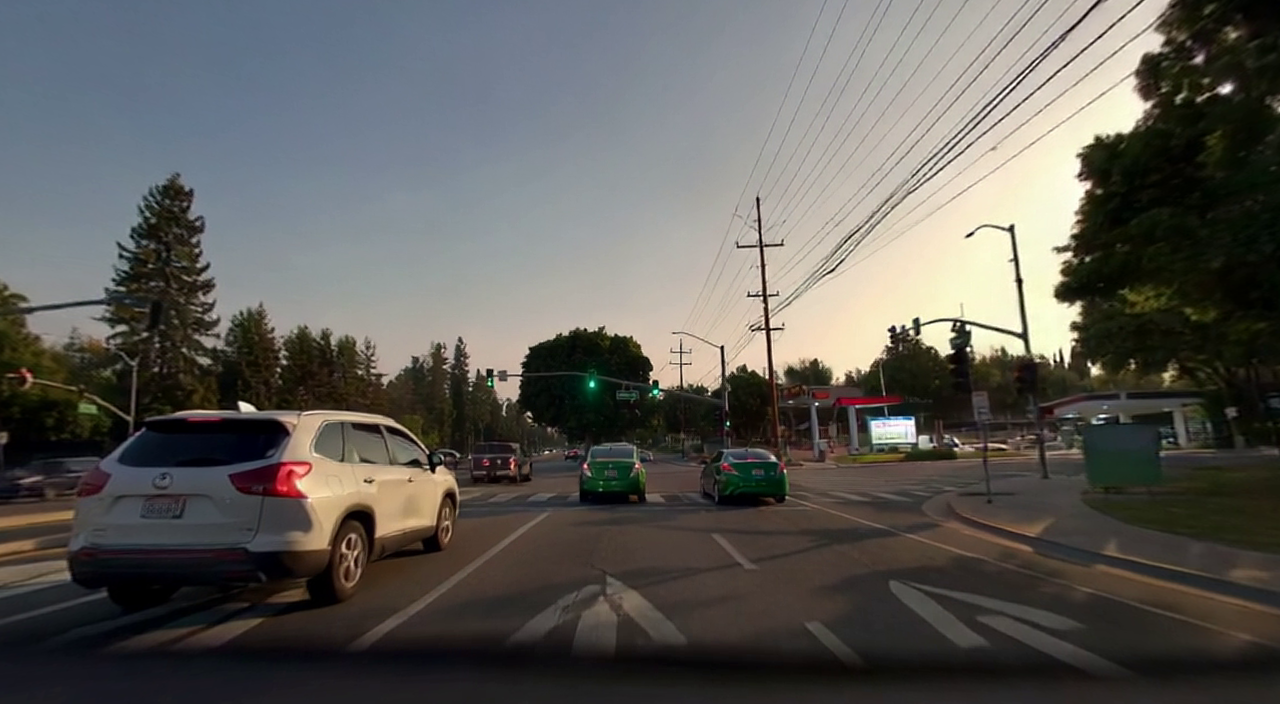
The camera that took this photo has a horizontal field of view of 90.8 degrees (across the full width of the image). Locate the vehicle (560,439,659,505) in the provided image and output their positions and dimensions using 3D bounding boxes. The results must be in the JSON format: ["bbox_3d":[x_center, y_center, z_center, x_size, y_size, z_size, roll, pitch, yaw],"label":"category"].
[{"bbox_3d":[-0.734,2.985,16.141,2.189,1.437,4.135,0,-8,-2],"label":"vehicle"}]

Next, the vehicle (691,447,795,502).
[{"bbox_3d":[2.681,3.301,17.559,2.065,1.302,4.416,0,-8,-1],"label":"vehicle"}]

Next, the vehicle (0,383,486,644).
[{"bbox_3d":[-3.079,1.354,6.341,1.922,1.642,4.547,0,-8,0],"label":"vehicle"}]

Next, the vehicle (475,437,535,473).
[{"bbox_3d":[-7.760,5.986,36.908,2.385,1.918,5.056,0,-8,0],"label":"vehicle"}]

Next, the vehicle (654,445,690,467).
[{"bbox_3d":[2.176,7.245,44.176,2.069,1.464,4.599,0,-8,-2],"label":"vehicle"}]

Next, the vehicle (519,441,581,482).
[{"bbox_3d":[-3.580,4.442,25.979,1.953,1.530,4.335,0,-8,0],"label":"vehicle"}]
